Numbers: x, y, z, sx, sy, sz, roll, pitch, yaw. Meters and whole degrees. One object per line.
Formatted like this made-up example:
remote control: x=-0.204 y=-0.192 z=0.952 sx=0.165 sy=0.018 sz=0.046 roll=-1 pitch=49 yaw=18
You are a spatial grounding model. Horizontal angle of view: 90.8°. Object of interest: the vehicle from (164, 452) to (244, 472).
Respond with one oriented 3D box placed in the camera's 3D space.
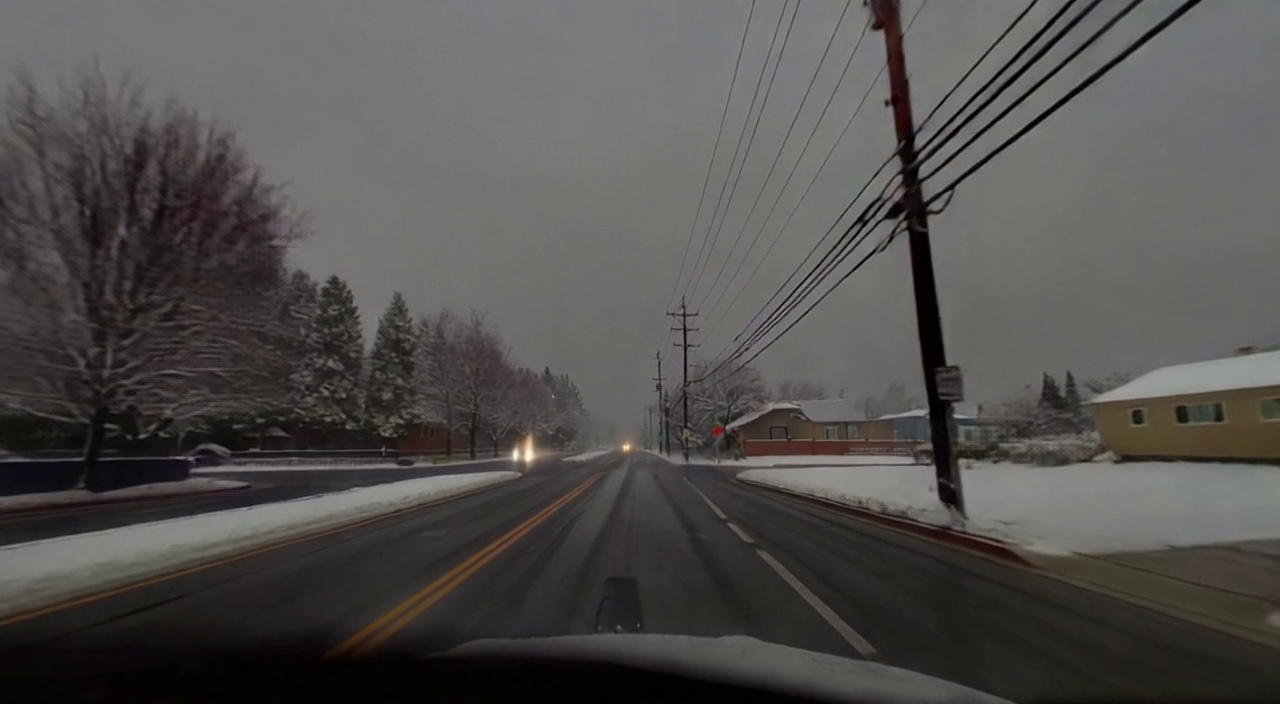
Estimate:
vehicle: x=-31.155 y=7.841 z=45.260 sx=4.267 sy=1.381 sz=1.786 roll=1 pitch=-9 yaw=-5
